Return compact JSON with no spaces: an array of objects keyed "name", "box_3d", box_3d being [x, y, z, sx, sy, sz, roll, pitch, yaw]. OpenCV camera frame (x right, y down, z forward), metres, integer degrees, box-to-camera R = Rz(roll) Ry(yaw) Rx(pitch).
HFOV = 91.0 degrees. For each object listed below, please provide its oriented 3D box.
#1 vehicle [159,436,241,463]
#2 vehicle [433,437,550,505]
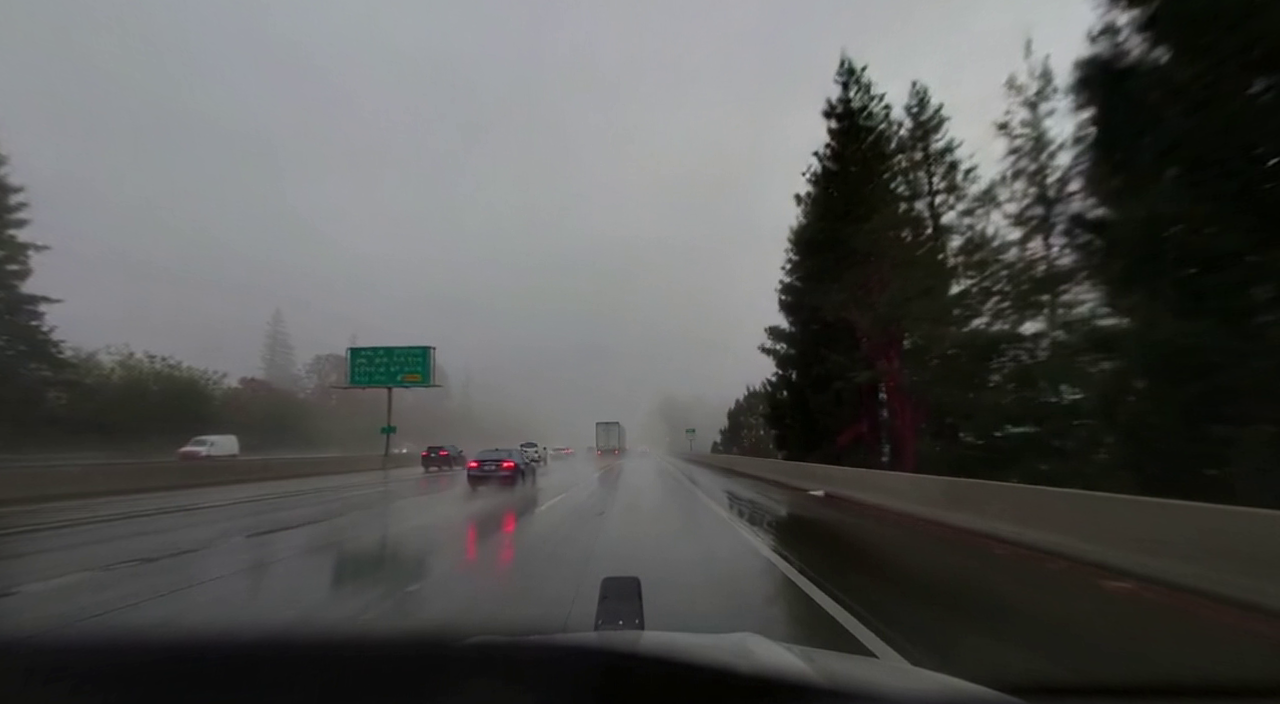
[{"name":"vehicle","box_3d":[-32.663,7.242,46.943,2.093,1.861,5.410,0,-9,1]},{"name":"vehicle","box_3d":[-3.711,3.044,16.554,1.931,1.528,4.126,0,-9,2]}]
